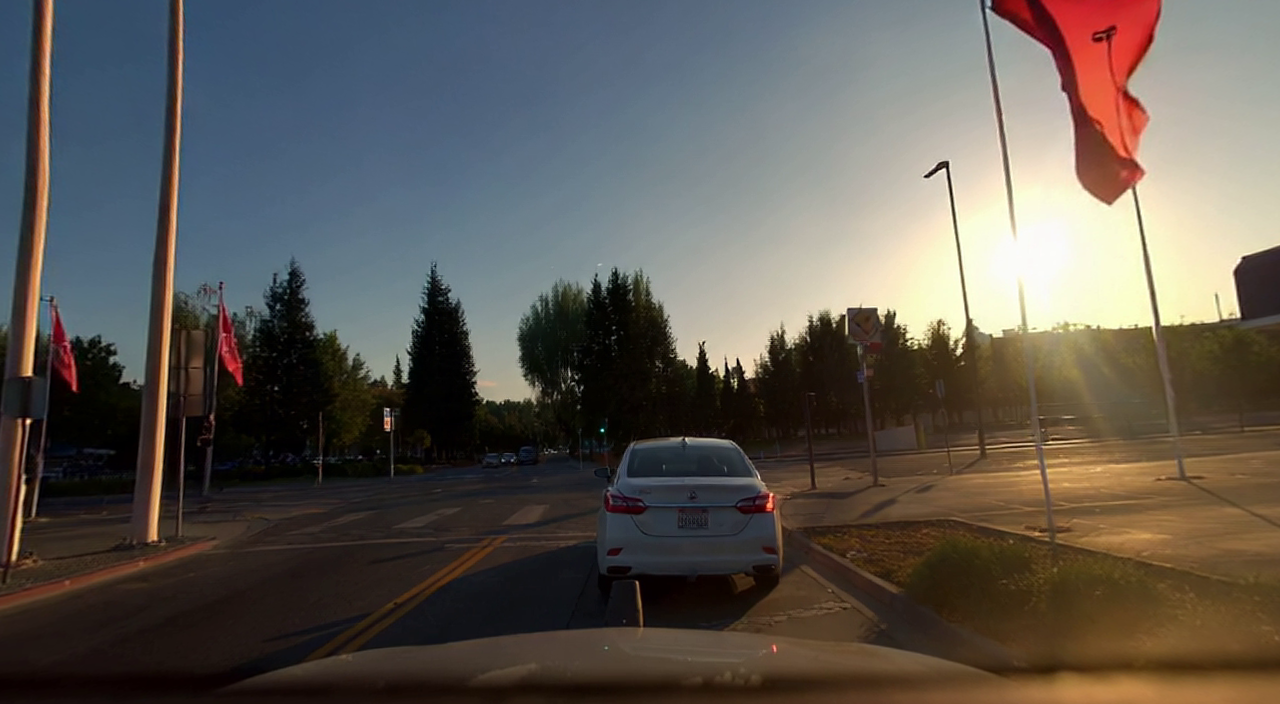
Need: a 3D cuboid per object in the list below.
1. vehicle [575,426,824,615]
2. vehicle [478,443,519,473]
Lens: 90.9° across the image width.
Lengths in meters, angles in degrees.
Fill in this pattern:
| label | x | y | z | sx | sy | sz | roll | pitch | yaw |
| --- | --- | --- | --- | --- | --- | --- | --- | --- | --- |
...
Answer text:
| label | x | y | z | sx | sy | sz | roll | pitch | yaw |
| --- | --- | --- | --- | --- | --- | --- | --- | --- | --- |
| vehicle | 0.385 | 1.618 | 6.900 | 1.985 | 1.463 | 3.647 | 0 | -9 | -3 |
| vehicle | -9.992 | 7.495 | 44.750 | 2.212 | 1.948 | 4.537 | 0 | -9 | -5 |
